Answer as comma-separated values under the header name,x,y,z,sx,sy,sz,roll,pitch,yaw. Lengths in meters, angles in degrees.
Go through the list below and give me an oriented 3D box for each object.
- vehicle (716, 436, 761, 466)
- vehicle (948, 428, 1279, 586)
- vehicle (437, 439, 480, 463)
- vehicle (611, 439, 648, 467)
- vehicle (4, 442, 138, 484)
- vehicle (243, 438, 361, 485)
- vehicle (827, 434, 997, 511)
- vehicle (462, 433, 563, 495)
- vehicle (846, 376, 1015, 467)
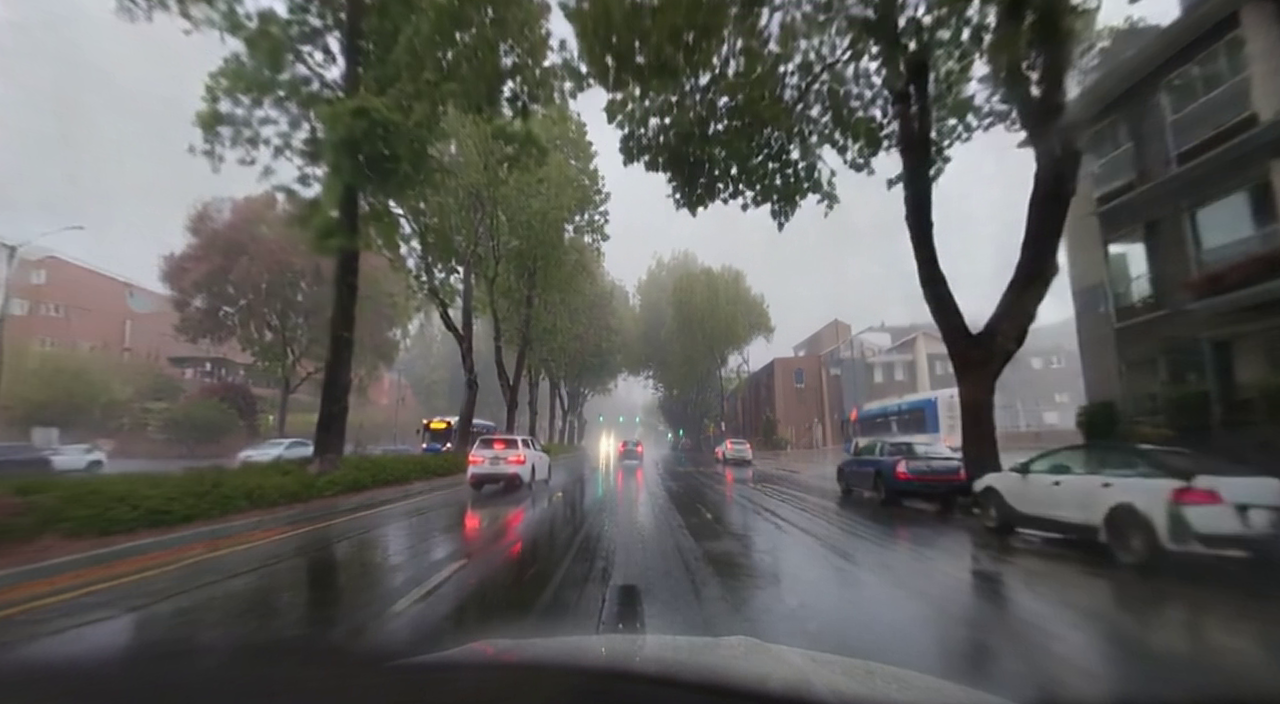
name,x,y,z,sx,sy,sz,roll,pitch,yaw
vehicle,6.451,6.560,42.061,2.206,1.803,5.753,0,-8,1
vehicle,6.561,1.930,8.853,2.077,1.596,4.625,0,-8,-1
vehicle,-12.077,6.609,42.223,1.797,1.532,3.869,0,-8,-1
vehicle,-0.554,5.855,36.782,1.999,1.520,3.896,0,-8,1
vehicle,-21.958,4.268,24.601,1.671,1.474,3.726,0,-8,0
vehicle,-11.692,3.790,22.260,1.804,1.462,4.392,0,-8,-2
vehicle,6.320,2.827,15.342,2.130,1.584,4.181,0,-8,-2
vehicle,-3.446,3.114,17.981,1.934,1.522,4.287,0,-8,1
vehicle,17.784,4.705,41.156,3.225,4.571,16.558,-2,-8,0
